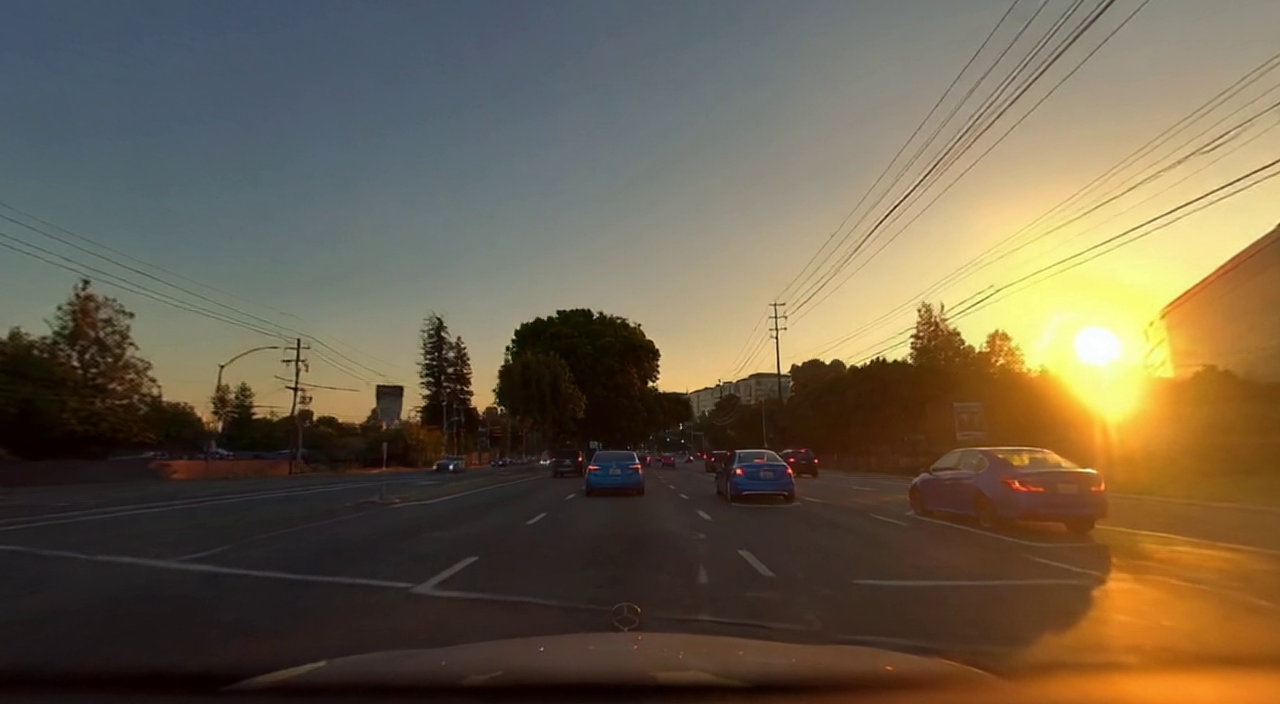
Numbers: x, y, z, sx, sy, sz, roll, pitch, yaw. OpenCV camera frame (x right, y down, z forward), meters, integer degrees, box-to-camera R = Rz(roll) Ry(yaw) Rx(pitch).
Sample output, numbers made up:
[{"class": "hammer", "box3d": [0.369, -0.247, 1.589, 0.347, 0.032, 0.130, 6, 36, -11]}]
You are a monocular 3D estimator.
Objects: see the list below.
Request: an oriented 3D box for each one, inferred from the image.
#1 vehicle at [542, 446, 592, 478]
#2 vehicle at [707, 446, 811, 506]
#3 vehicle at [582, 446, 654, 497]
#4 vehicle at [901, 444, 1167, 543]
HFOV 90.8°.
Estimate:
[{"class": "vehicle", "box3d": [-3.811, 5.798, 33.634, 2.073, 1.606, 4.364, 0, -8, 1]}, {"class": "vehicle", "box3d": [3.277, 3.510, 18.452, 2.053, 1.490, 4.464, 0, -8, -2]}, {"class": "vehicle", "box3d": [-0.646, 3.791, 20.492, 2.065, 1.464, 4.216, 0, -8, 0]}, {"class": "vehicle", "box3d": [6.817, 2.446, 11.691, 2.004, 1.455, 4.417, 0, -8, -1]}]
